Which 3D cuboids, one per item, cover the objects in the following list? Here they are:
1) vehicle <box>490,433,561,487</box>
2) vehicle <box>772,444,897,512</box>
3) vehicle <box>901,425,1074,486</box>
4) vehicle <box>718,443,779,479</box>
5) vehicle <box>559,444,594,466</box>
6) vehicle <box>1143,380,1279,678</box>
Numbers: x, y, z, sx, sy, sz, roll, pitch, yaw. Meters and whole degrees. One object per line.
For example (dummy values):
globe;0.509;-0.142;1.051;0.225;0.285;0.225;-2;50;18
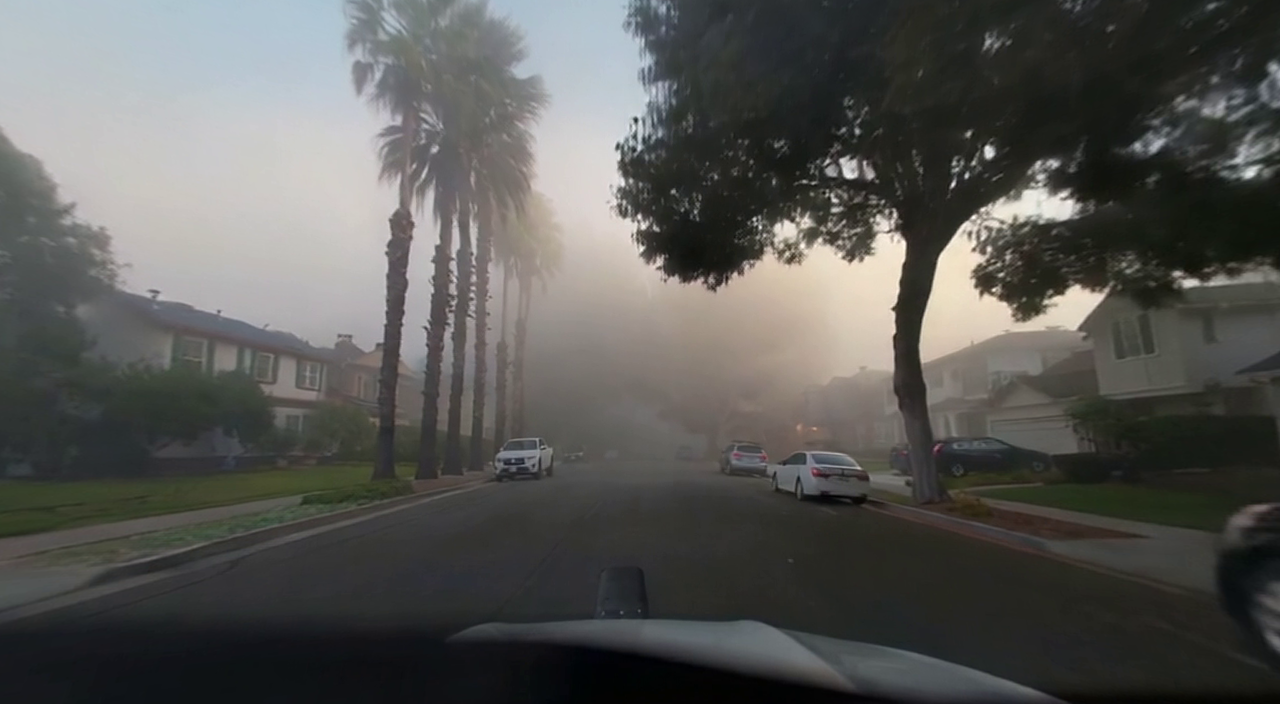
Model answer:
vehicle;-4.513;4.329;25.709;2.149;1.877;5.082;-1;-8;-2
vehicle;5.041;3.286;17.078;2.056;1.464;4.493;3;-8;1
vehicle;11.842;3.550;21.817;4.621;1.591;2.090;-5;-8;-1
vehicle;4.944;5.015;29.403;1.991;1.554;4.501;0;-8;-1
vehicle;-4.742;7.766;47.720;2.079;1.486;4.877;-2;-8;0
vehicle;5.036;0.913;2.335;2.131;1.824;5.229;3;-8;1
